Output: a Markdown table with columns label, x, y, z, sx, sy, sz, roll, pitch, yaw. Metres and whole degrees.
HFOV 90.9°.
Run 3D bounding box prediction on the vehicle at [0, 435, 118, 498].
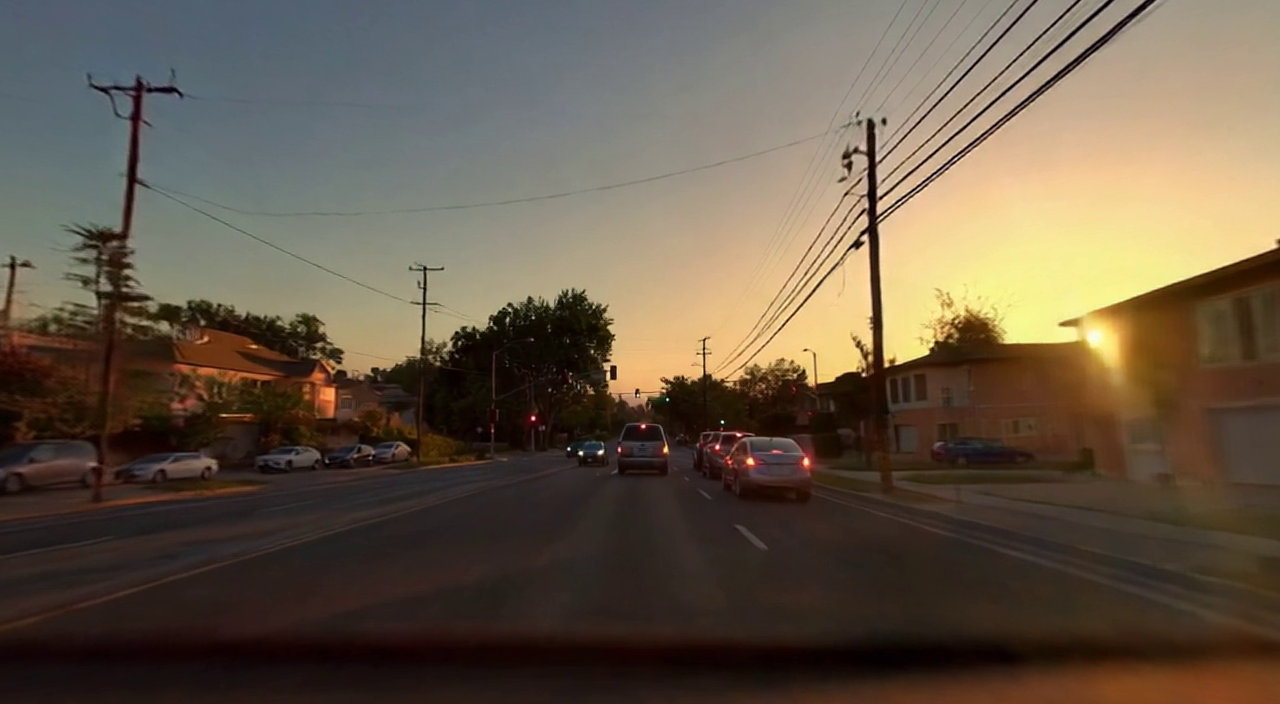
| label | x | y | z | sx | sy | sz | roll | pitch | yaw |
| --- | --- | --- | --- | --- | --- | --- | --- | --- | --- |
| vehicle | -20.124 | 3.708 | 20.672 | 2.046 | 1.874 | 4.448 | 0 | -9 | 2 |

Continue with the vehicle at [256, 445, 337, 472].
| label | x | y | z | sx | sy | sz | roll | pitch | yaw |
| --- | --- | --- | --- | --- | --- | --- | --- | --- | --- |
| vehicle | -19.751 | 6.143 | 36.524 | 1.891 | 1.460 | 4.681 | 0 | -9 | 2 |

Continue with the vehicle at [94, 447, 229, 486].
| label | x | y | z | sx | sy | sz | roll | pitch | yaw |
| --- | --- | --- | --- | --- | --- | --- | --- | --- | --- |
| vehicle | -19.838 | 4.725 | 26.464 | 1.866 | 1.471 | 4.770 | 0 | -9 | 1 |

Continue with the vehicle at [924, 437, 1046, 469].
| label | x | y | z | sx | sy | sz | roll | pitch | yaw |
| --- | --- | --- | --- | --- | --- | --- | --- | --- | --- |
| vehicle | 16.547 | 4.863 | 30.420 | 4.671 | 1.495 | 1.900 | -1 | -9 | 4 |

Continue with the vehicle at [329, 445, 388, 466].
| label | x | y | z | sx | sy | sz | roll | pitch | yaw |
| --- | --- | --- | --- | --- | --- | --- | --- | --- | --- |
| vehicle | -19.703 | 7.253 | 44.320 | 1.830 | 1.436 | 4.771 | 0 | -9 | 2 |

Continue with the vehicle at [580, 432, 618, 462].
| label | x | y | z | sx | sy | sz | roll | pitch | yaw |
| --- | --- | --- | --- | --- | --- | --- | --- | --- | --- |
| vehicle | -2.635 | 6.216 | 41.204 | 1.999 | 1.864 | 4.279 | 0 | -9 | 3 |

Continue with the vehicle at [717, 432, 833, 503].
| label | x | y | z | sx | sy | sz | roll | pitch | yaw |
| --- | --- | --- | --- | --- | --- | --- | --- | --- | --- |
| vehicle | 3.149 | 2.790 | 15.586 | 2.002 | 1.511 | 4.124 | 0 | -9 | 1 |

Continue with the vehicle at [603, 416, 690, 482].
| label | x | y | z | sx | sy | sz | roll | pitch | yaw |
| --- | --- | --- | --- | --- | --- | --- | --- | --- | --- |
| vehicle | 0.212 | 3.483 | 22.760 | 2.769 | 2.087 | 5.130 | 0 | -9 | 0 |
